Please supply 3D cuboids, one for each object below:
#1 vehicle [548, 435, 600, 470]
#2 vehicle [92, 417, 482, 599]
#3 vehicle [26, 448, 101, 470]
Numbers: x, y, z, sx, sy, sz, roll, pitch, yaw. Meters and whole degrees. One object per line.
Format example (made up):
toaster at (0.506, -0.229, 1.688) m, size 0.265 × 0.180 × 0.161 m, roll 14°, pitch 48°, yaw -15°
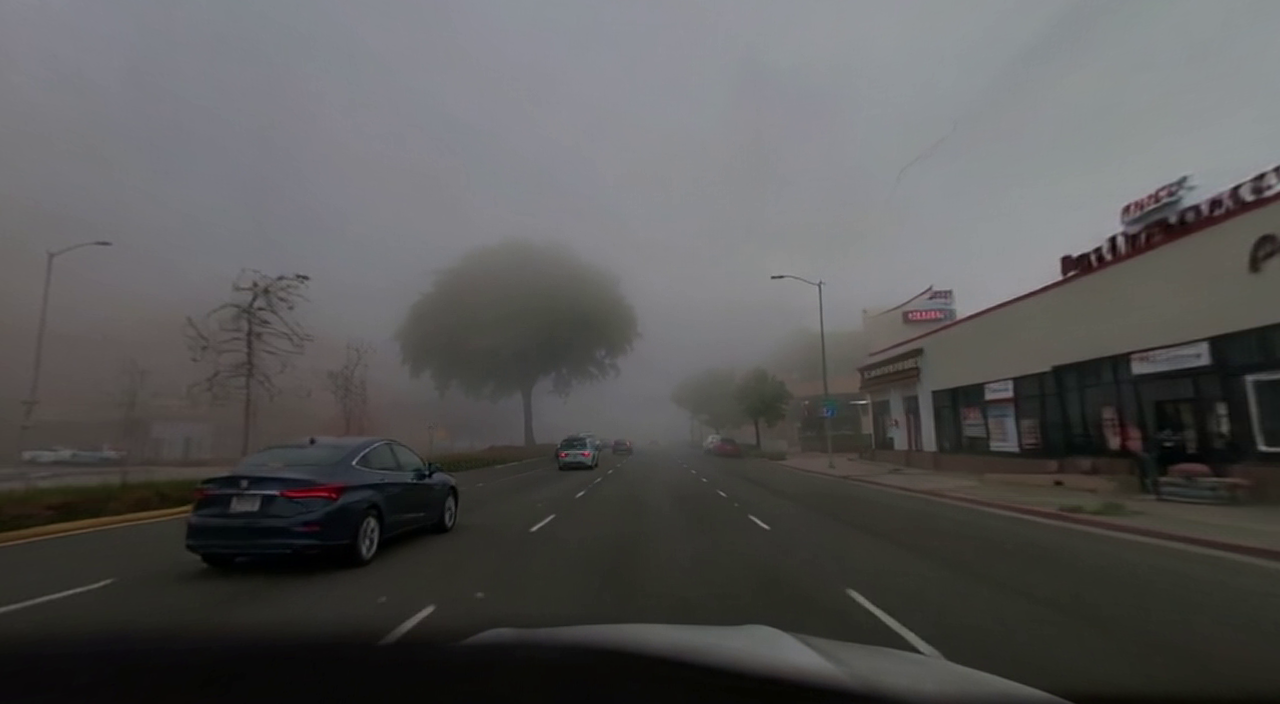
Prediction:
vehicle at (-3.236, 5.036, 31.643) m, size 2.024 × 1.636 × 4.121 m, roll 0°, pitch -9°, yaw 2°
vehicle at (-3.544, 1.646, 7.576) m, size 2.032 × 1.511 × 4.424 m, roll 0°, pitch -9°, yaw 1°
vehicle at (-40.813, 7.569, 44.614) m, size 4.387 × 1.471 × 1.856 m, roll -3°, pitch -9°, yaw 19°
